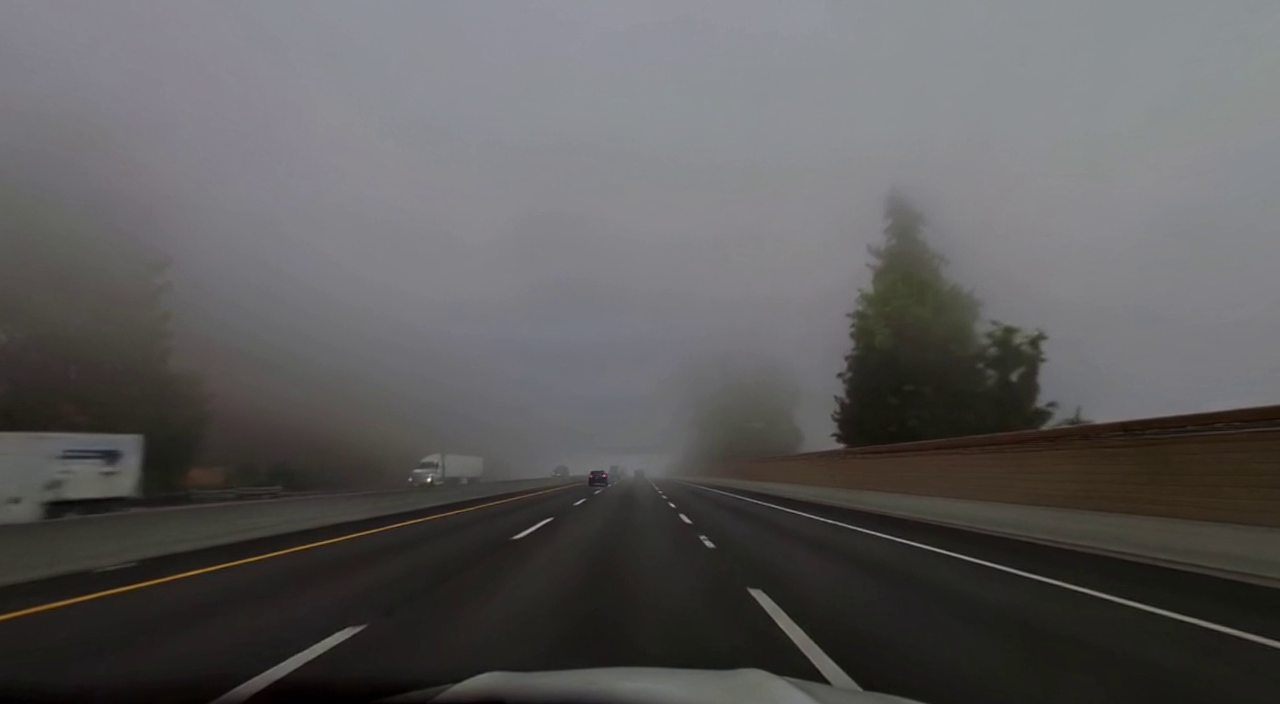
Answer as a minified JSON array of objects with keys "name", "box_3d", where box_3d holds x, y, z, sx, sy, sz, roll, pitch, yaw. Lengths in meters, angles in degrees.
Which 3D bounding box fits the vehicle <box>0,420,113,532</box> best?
[{"name":"vehicle","box_3d":[-17.120,3.040,15.447,2.485,2.734,6.652,1,-11,0]}]
